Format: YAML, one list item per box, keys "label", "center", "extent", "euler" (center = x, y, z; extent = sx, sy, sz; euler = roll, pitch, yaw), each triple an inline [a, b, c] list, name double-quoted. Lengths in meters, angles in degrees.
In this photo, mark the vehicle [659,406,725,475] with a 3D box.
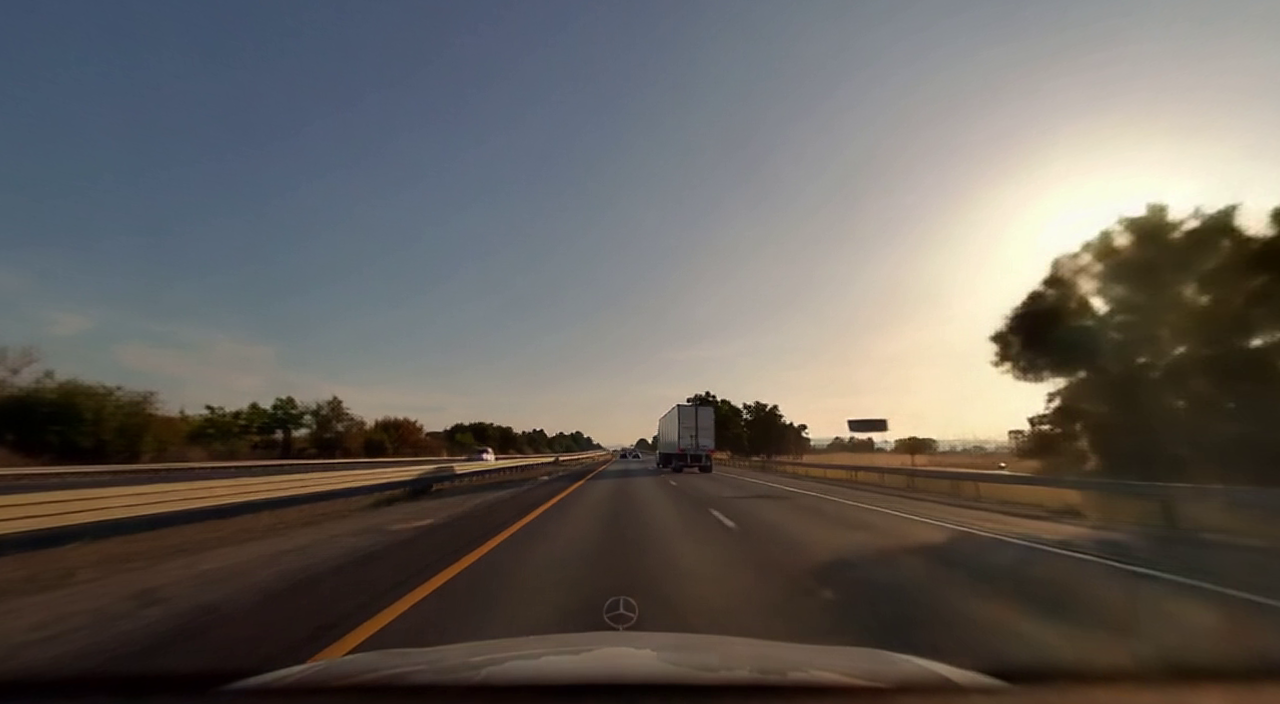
- label: "vehicle"
  center: [3.262, 6.242, 43.772]
  extent: [2.938, 4.076, 13.362]
  euler: [0, -9, -2]
